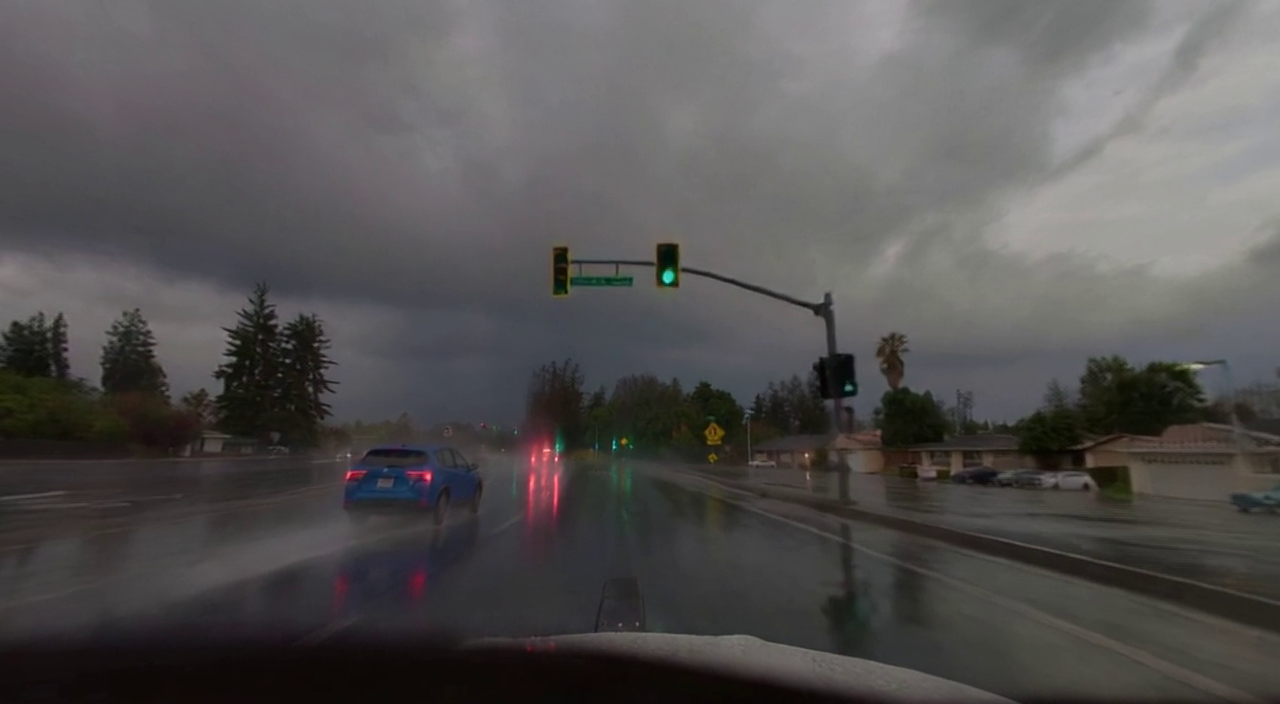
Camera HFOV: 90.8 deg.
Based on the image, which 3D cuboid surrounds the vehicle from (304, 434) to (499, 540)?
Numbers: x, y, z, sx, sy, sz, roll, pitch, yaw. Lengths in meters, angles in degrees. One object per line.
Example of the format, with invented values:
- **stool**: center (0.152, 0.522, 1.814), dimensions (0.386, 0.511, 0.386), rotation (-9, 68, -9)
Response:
- **vehicle**: center (-4.234, 2.443, 12.207), dimensions (2.098, 1.613, 4.606), rotation (0, -8, -2)

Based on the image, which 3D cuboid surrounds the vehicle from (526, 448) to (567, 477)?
- **vehicle**: center (-5.159, 6.149, 35.276), dimensions (1.904, 1.476, 3.736), rotation (0, -8, -4)
